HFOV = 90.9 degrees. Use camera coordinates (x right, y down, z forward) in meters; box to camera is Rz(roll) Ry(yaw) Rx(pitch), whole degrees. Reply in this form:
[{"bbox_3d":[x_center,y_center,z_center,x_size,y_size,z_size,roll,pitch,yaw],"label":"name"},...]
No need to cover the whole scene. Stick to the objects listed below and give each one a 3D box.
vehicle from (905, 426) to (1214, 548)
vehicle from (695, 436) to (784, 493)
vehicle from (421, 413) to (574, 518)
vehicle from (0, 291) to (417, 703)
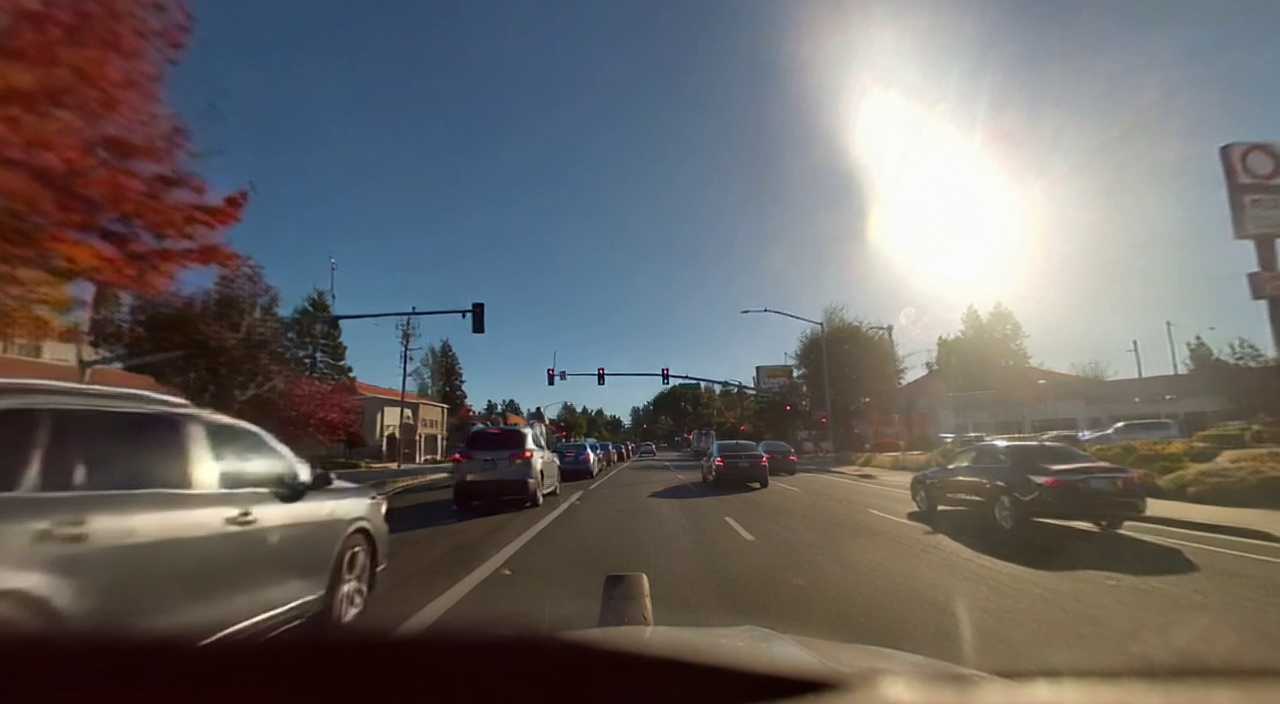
[{"bbox_3d":[6.378,2.092,10.492,1.881,1.540,4.750,0,-9,0],"label":"vehicle"},{"bbox_3d":[2.858,3.345,19.131,2.004,1.512,4.206,0,-9,0],"label":"vehicle"},{"bbox_3d":[-2.711,2.299,13.202,2.117,1.799,4.442,0,-9,0],"label":"vehicle"},{"bbox_3d":[-2.863,0.846,2.735,2.141,1.719,4.379,0,-9,1],"label":"vehicle"}]
